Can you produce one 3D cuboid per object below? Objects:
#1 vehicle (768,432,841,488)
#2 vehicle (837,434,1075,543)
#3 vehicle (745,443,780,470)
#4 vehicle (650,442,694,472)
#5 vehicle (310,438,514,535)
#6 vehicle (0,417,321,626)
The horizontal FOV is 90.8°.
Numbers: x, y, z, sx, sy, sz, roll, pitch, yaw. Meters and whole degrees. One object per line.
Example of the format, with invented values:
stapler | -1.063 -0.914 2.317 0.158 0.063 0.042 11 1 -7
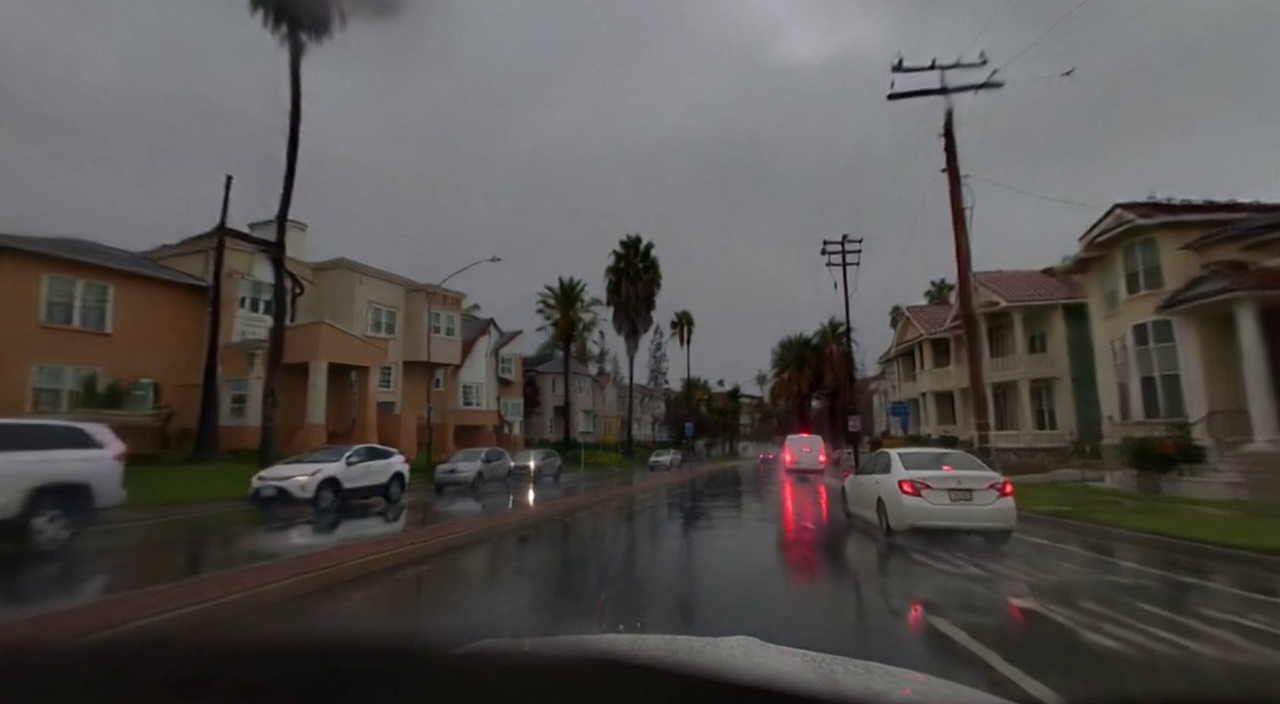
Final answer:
vehicle | 6.410 4.244 25.194 2.109 2.002 4.424 -1 -9 6
vehicle | 5.284 2.326 11.467 2.096 1.552 4.519 0 -9 2
vehicle | 7.804 6.601 40.031 1.923 1.576 4.026 -2 -9 13
vehicle | 2.470 7.852 47.544 2.069 1.820 4.388 -6 -7 19
vehicle | -4.545 2.712 13.529 2.081 1.453 4.698 -4 -6 9
vehicle | -5.355 1.486 6.158 1.852 1.498 4.238 -4 -8 9
